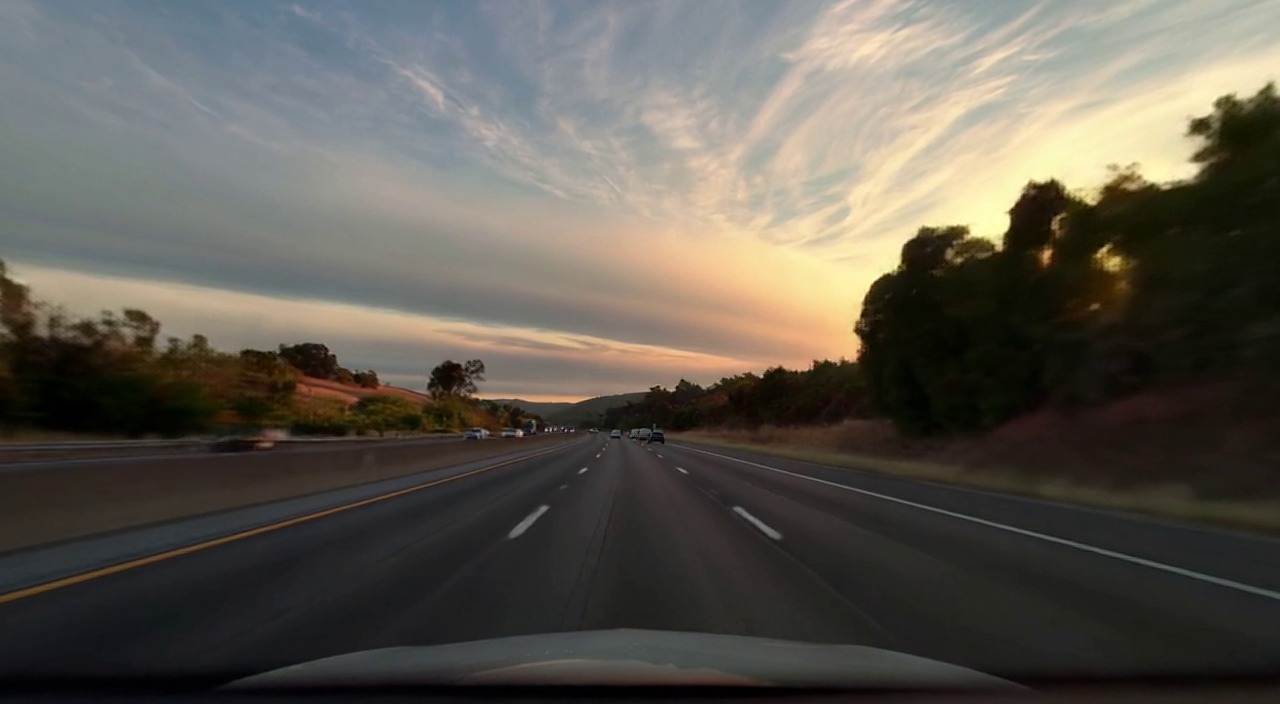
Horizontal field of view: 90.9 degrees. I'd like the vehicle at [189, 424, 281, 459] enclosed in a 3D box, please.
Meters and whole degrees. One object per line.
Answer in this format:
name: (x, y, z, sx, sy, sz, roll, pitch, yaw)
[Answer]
vehicle: (-20.125, 4.441, 31.525, 1.931, 1.622, 4.044, 0, -8, -2)
